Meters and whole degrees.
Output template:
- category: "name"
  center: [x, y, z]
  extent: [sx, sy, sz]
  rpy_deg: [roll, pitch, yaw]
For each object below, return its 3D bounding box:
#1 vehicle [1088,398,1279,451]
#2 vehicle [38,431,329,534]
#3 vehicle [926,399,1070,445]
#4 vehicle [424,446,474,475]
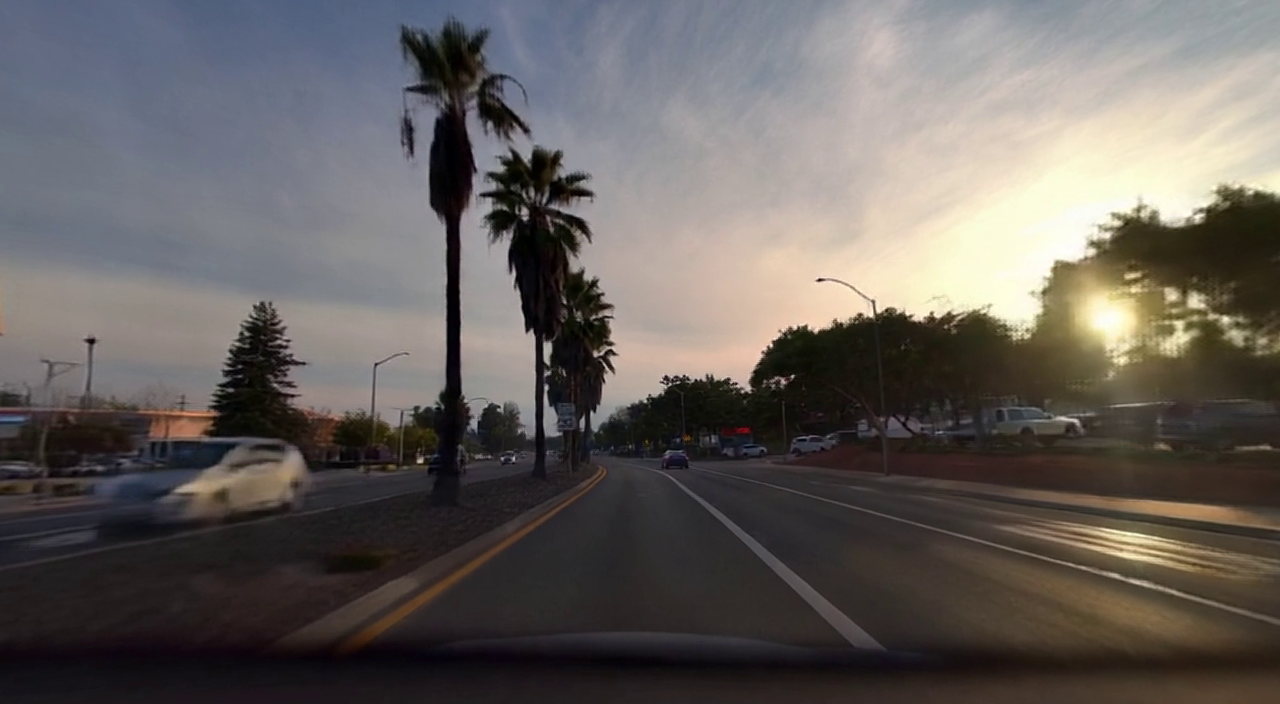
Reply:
- category: "vehicle"
  center: [18.094, 2.437, 20.893]
  extent: [4.649, 1.662, 2.349]
  rpy_deg: [0, -8, 0]
- category: "vehicle"
  center: [-9.128, 2.626, 13.453]
  extent: [2.361, 1.733, 5.099]
  rpy_deg: [0, -8, 0]
- category: "vehicle"
  center: [17.995, 3.567, 31.939]
  extent: [5.817, 1.906, 2.230]
  rpy_deg: [-1, -12, -1]
- category: "vehicle"
  center: [-13.532, 7.697, 44.998]
  extent: [2.210, 1.889, 4.934]
  rpy_deg: [0, -8, -2]
